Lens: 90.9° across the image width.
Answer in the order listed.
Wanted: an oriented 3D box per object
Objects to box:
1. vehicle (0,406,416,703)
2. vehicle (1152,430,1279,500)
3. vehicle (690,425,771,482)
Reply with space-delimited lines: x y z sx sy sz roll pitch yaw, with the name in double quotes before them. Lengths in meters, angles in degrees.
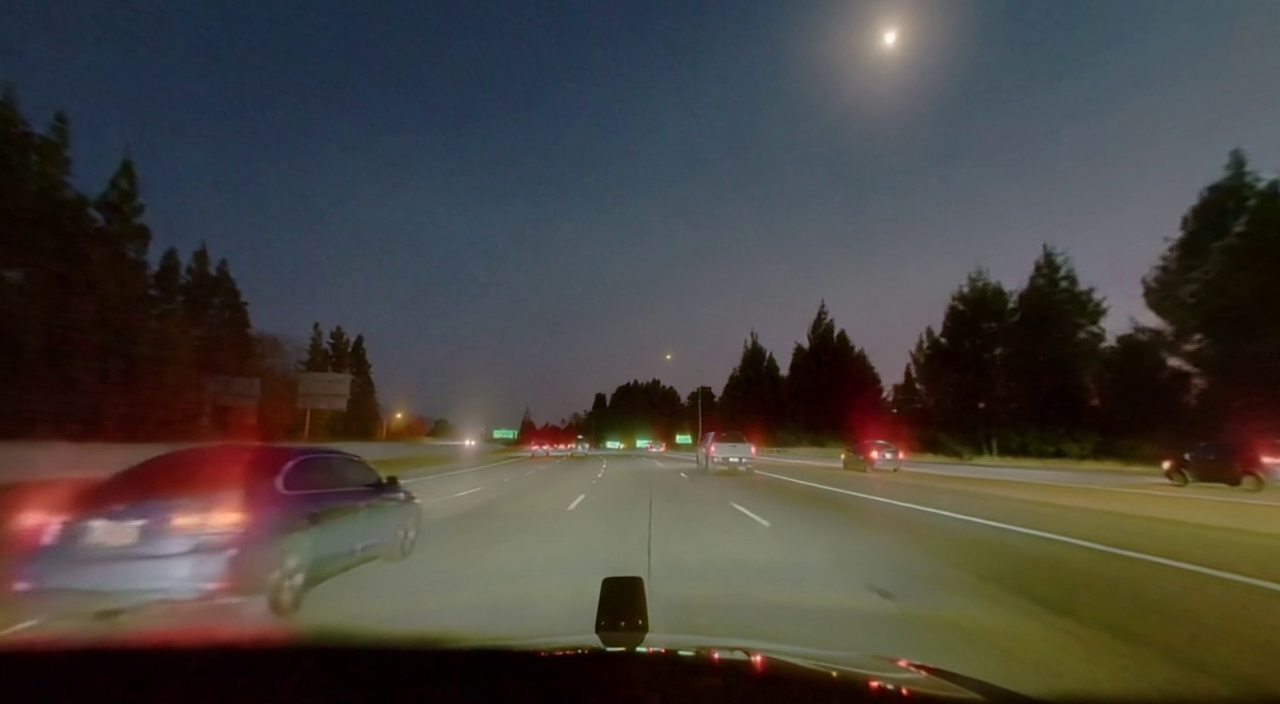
"vehicle" -3.778 1.349 5.050 2.183 1.486 4.848 -1 -9 0
"vehicle" 15.625 2.712 15.358 2.033 1.580 4.752 0 -9 -5
"vehicle" 3.081 3.592 22.440 2.043 1.795 4.347 0 -9 -3
